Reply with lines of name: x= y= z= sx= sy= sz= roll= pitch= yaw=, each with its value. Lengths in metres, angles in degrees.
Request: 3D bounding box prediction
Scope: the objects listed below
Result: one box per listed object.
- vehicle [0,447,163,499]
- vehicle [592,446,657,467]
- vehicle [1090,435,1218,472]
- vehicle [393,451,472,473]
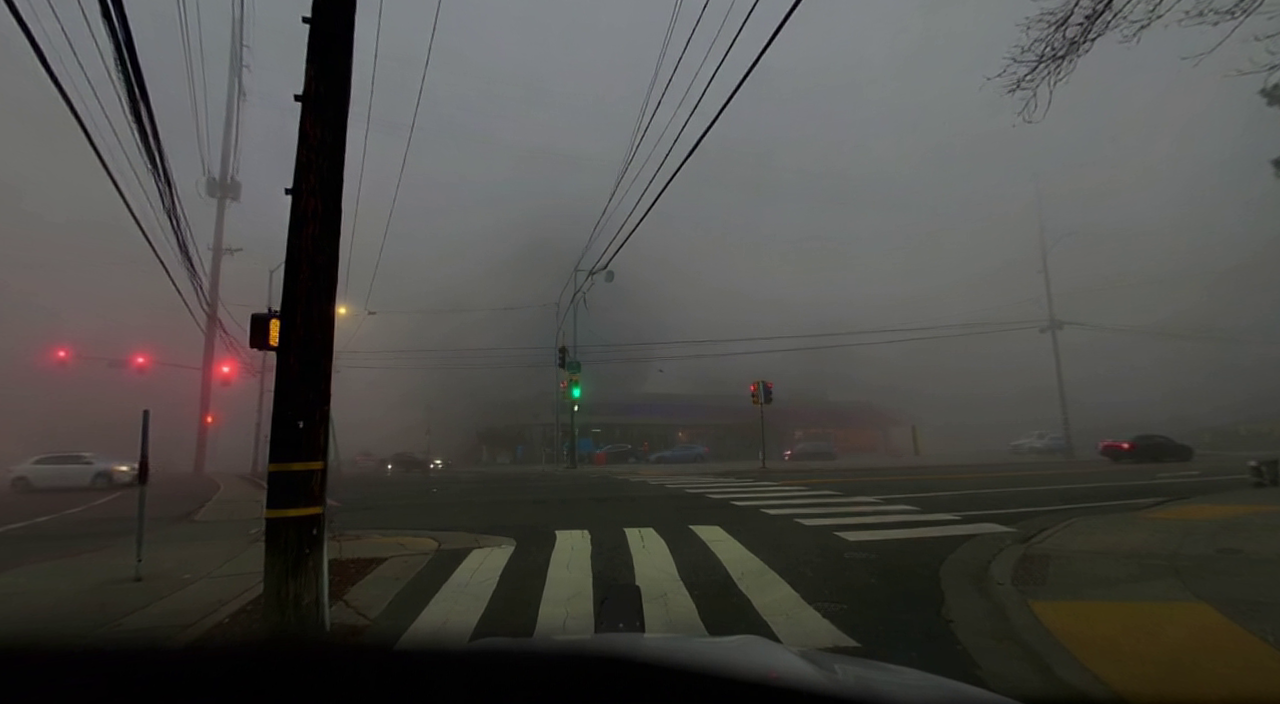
vehicle: x=-17.480 y=3.673 z=19.587 sx=4.799 sy=1.438 sz=1.899 roll=-3 pitch=-9 yaw=21
vehicle: x=-1.136 y=7.542 z=45.817 sx=4.391 sy=1.451 sz=1.717 roll=4 pitch=-9 yaw=-25
vehicle: x=22.137 y=4.335 z=27.225 sx=4.700 sy=1.479 sz=2.095 roll=3 pitch=-9 yaw=-22
vehicle: x=-14.101 y=7.445 z=42.997 sx=4.837 sy=1.407 sz=1.818 roll=4 pitch=-9 yaw=-26
